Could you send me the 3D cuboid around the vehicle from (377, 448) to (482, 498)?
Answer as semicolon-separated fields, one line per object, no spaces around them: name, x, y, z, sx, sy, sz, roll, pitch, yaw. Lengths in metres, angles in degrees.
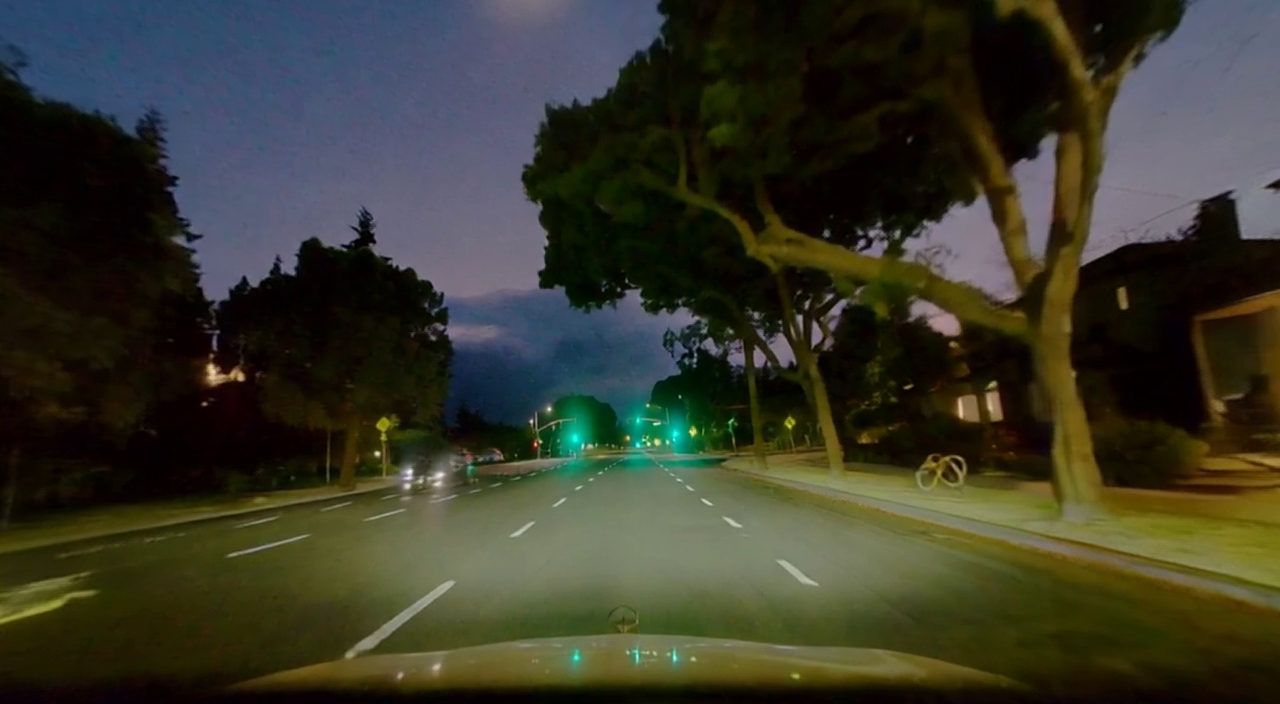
vehicle;-7.077;4.094;21.857;2.006;1.501;4.789;0;-9;0
